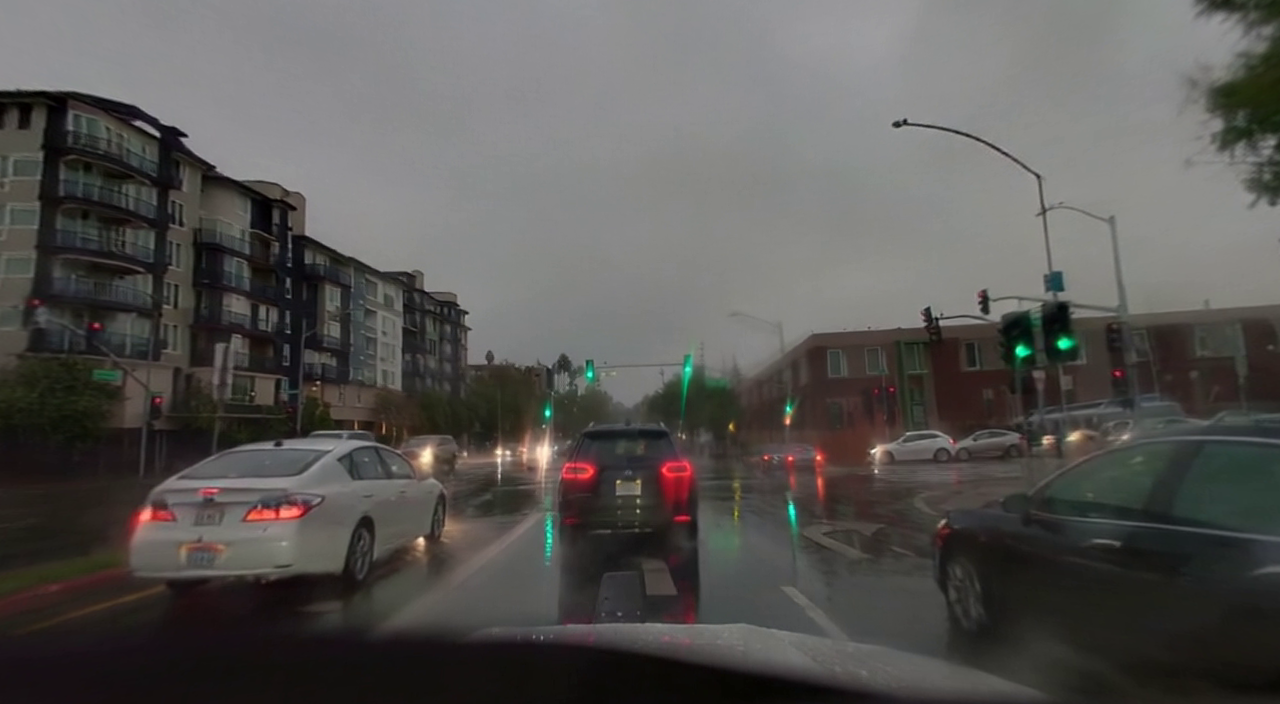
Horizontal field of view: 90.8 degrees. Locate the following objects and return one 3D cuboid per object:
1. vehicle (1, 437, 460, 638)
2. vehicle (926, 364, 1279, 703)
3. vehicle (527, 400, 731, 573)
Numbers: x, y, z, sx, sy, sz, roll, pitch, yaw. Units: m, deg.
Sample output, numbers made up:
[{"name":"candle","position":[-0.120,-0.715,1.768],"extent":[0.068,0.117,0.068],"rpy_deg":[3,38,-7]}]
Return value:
[{"name":"vehicle","position":[-3.769,1.749,7.185],"extent":[2.055,1.488,4.733],"rpy_deg":[0,-8,0]},{"name":"vehicle","position":[3.179,0.924,2.700],"extent":[1.906,1.608,4.137],"rpy_deg":[0,-8,-1]},{"name":"vehicle","position":[-0.139,1.855,9.620],"extent":[2.206,1.858,5.332],"rpy_deg":[0,-8,0]}]
